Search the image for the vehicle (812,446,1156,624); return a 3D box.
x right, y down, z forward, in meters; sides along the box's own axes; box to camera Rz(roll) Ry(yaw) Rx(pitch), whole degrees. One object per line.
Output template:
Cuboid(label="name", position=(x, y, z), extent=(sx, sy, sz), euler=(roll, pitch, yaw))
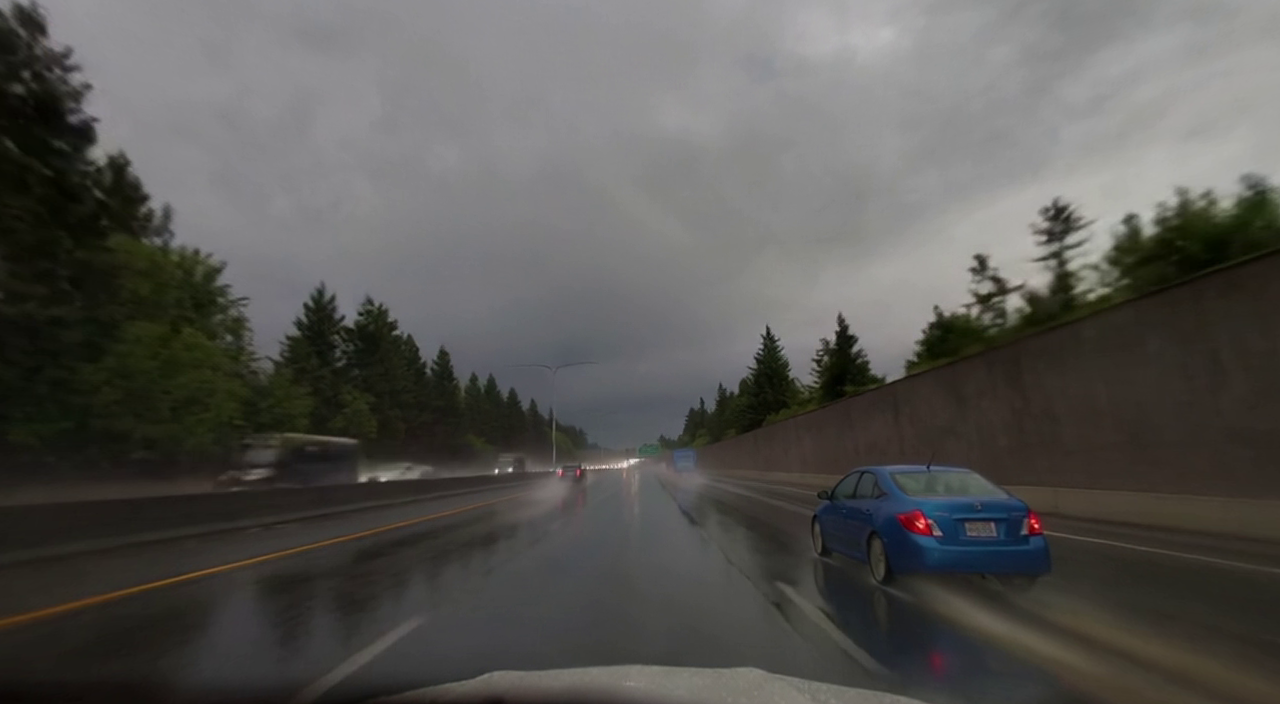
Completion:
Cuboid(label="vehicle", position=(3.645, 2.007, 7.658), extent=(1.938, 1.561, 3.786), euler=(1, -10, -1))

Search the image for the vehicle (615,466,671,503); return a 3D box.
Cuboid(label="vehicle", position=(0.126, 5.676, 27.329), extent=(2.241, 1.425, 3.973), euler=(1, -10, 0))

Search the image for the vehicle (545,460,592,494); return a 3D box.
Cuboid(label="vehicle", position=(-3.884, 6.872, 34.797), extent=(2.021, 1.706, 4.247), euler=(1, -10, 1))

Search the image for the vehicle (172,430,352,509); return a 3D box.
Cuboid(label="vehicle", position=(-12.119, 3.876, 20.874), extent=(2.405, 2.227, 5.519), euler=(1, -10, 0))
